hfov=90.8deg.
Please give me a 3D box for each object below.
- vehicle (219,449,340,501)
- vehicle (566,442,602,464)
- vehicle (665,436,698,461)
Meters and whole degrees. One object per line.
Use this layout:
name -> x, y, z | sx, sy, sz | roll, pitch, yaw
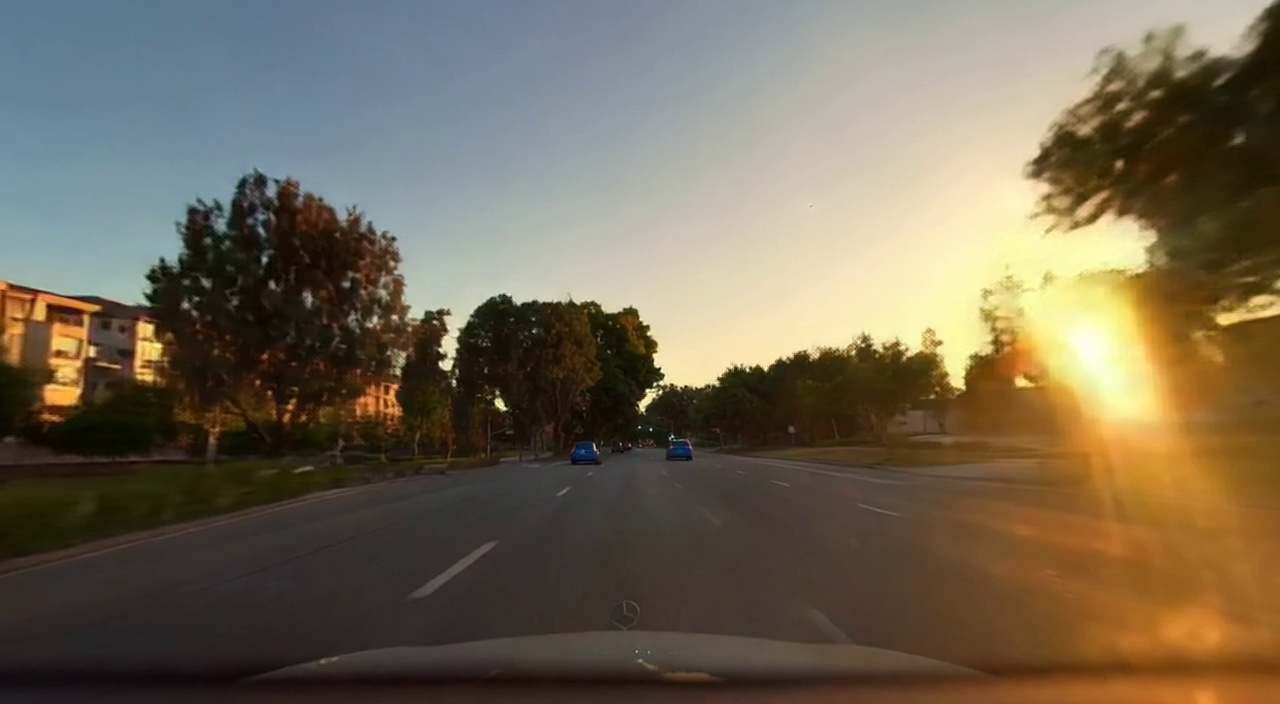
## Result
vehicle -> -12.325, 4.194, 21.940 | 1.853, 1.595, 3.960 | 0, -8, -1
vehicle -> -3.852, 7.052, 44.339 | 2.112, 1.471, 4.212 | 0, -8, 0
vehicle -> 2.979, 7.074, 46.313 | 2.072, 1.696, 4.177 | 0, -8, -1
